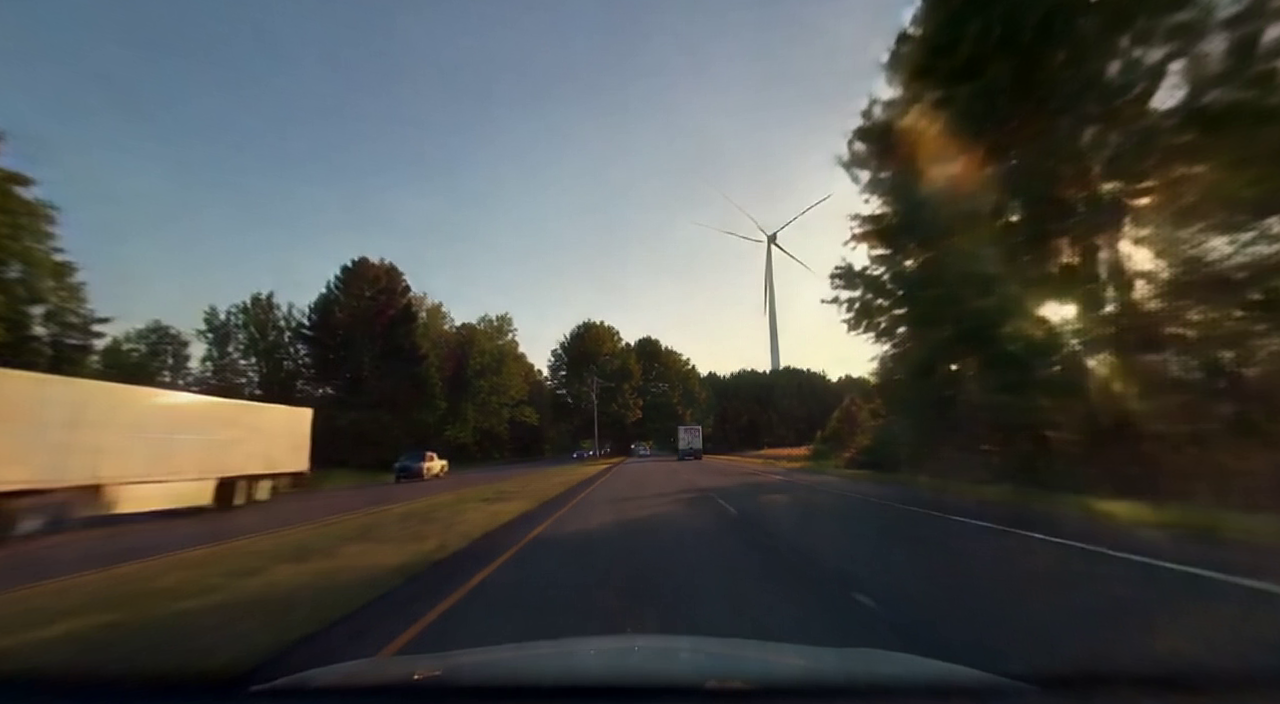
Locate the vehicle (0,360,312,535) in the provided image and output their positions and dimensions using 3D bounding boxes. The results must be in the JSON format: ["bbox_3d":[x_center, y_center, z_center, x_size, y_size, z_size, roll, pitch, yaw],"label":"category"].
[{"bbox_3d":[-16.265,3.180,20.613,2.905,4.067,14.085,-1,-9,3],"label":"vehicle"}]

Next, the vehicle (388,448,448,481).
[{"bbox_3d":[-14.666,7.448,42.019,2.094,1.999,4.762,-1,-9,2],"label":"vehicle"}]
